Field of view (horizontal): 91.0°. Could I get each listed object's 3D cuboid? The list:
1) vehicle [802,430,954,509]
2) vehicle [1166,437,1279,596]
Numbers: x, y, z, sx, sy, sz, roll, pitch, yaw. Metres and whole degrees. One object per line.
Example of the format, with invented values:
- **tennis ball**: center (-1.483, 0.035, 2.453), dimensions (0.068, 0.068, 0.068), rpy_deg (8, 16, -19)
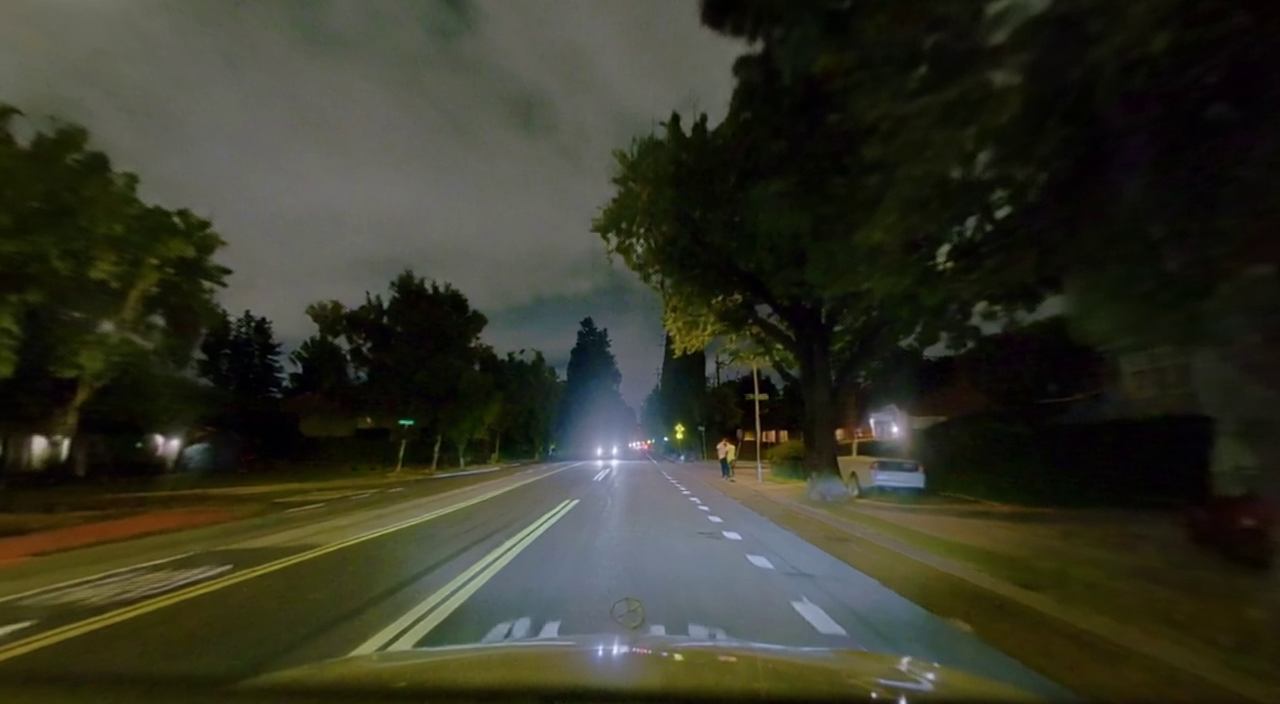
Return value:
- **vehicle**: center (5.862, 2.954, 16.285), dimensions (2.096, 1.713, 4.606), rpy_deg (0, -9, 0)
- **vehicle**: center (8.219, 1.556, 5.994), dimensions (4.438, 1.466, 1.943), rpy_deg (-1, -9, 9)
